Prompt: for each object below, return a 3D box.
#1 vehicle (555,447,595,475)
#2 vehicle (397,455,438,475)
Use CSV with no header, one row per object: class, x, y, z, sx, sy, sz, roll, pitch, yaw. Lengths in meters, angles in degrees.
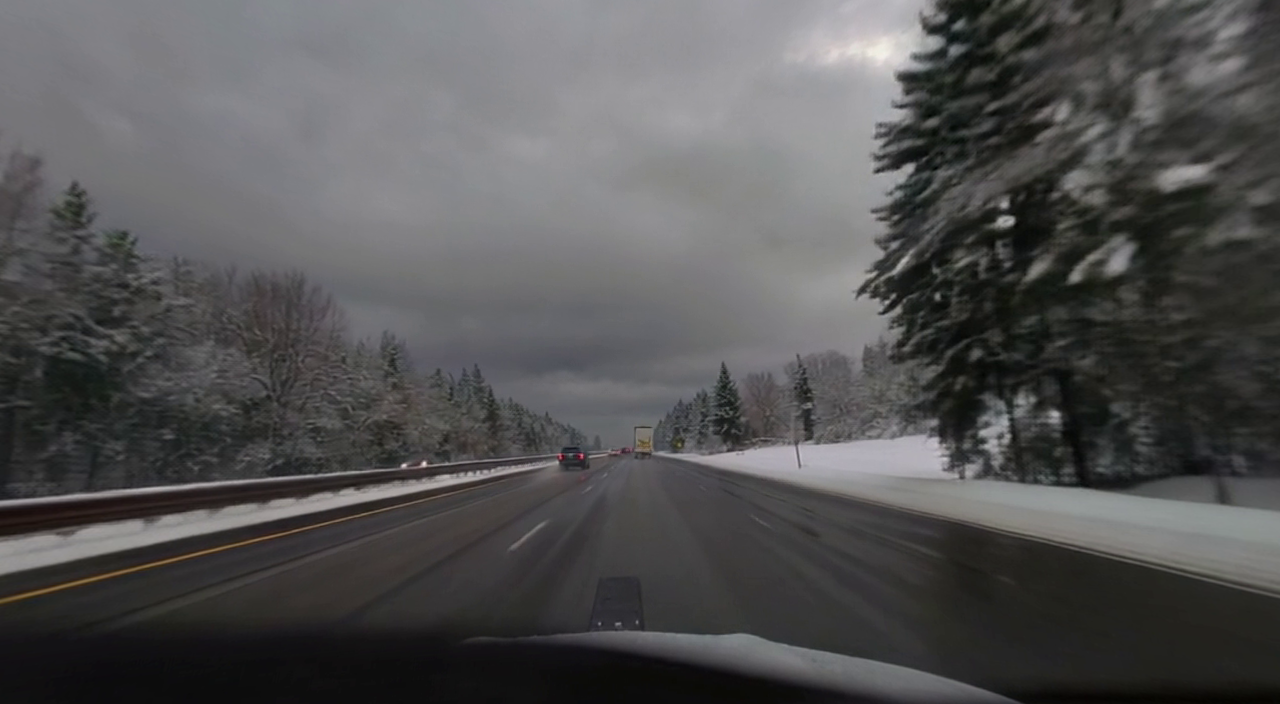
vehicle,-3.785,6.383,37.205,2.018,1.548,3.849,0,-9,-1
vehicle,-16.853,8.576,47.955,1.741,1.423,3.652,-1,-9,1
